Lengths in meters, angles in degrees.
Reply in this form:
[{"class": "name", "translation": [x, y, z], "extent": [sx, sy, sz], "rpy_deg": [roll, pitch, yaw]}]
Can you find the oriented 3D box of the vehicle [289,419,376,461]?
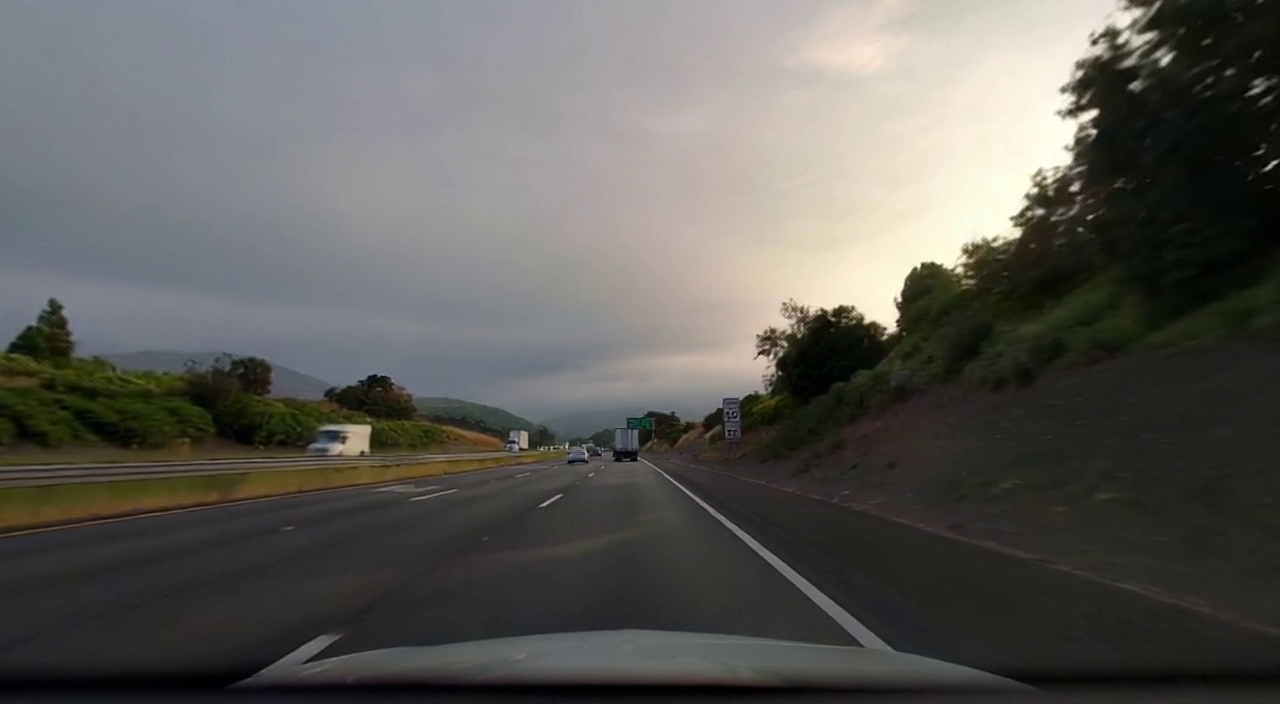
[{"class": "vehicle", "translation": [-20.401, 5.954, 42.356], "extent": [2.611, 2.525, 6.488], "rpy_deg": [0, -9, -1]}]
